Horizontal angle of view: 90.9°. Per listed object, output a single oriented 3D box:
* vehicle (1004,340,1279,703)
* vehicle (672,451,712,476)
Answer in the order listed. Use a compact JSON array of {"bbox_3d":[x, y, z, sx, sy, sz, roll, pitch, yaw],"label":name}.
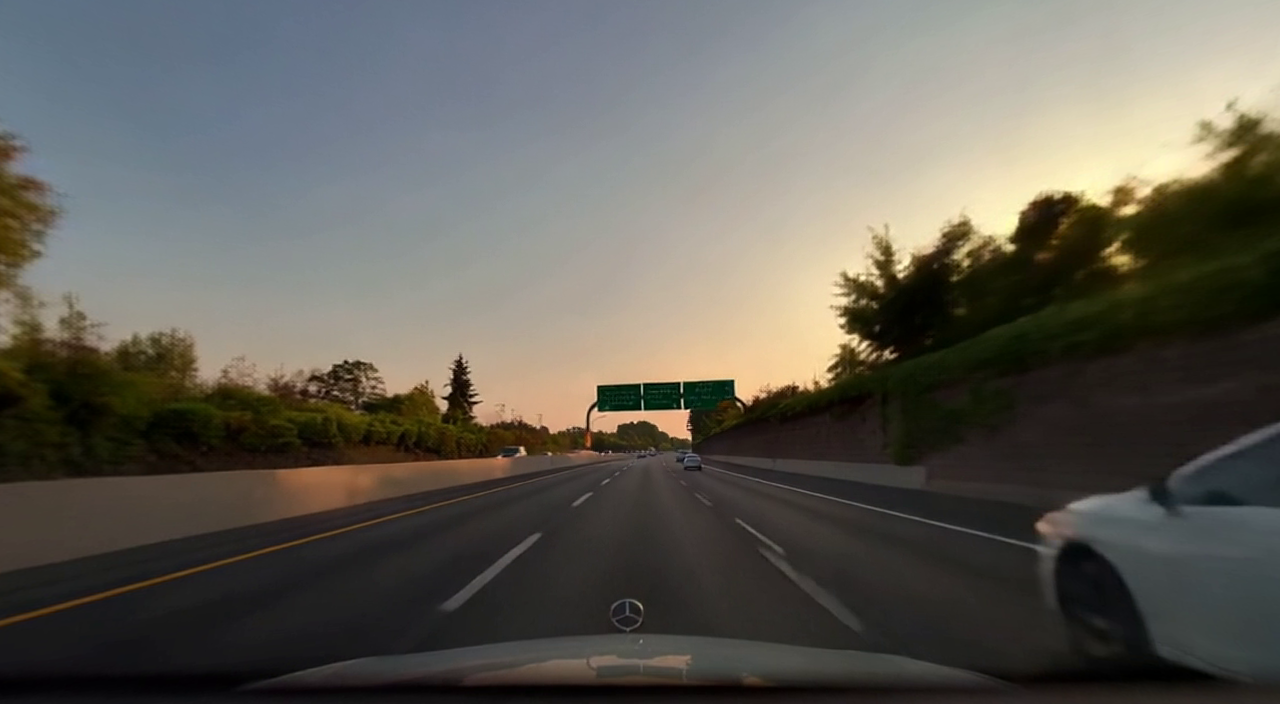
[{"bbox_3d":[3.436,0.667,1.564,1.980,1.674,5.118,0,-9,0],"label":"vehicle"},{"bbox_3d":[3.095,6.750,38.335,2.065,1.400,4.028,0,-9,0],"label":"vehicle"}]
